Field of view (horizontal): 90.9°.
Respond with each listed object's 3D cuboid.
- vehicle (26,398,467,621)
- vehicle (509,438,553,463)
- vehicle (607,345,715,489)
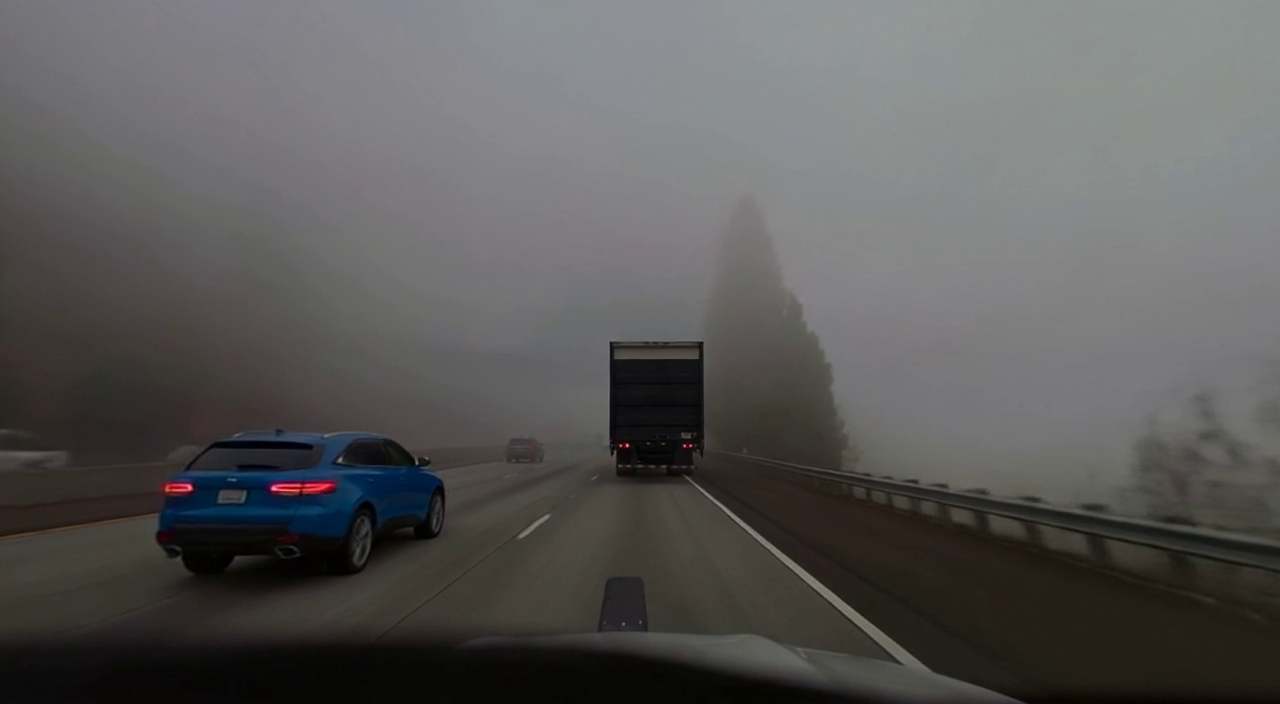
[{"bbox_3d":[-3.566,1.507,6.959,2.077,1.671,4.249,0,-8,0],"label":"vehicle"},{"bbox_3d":[-6.750,6.188,39.585,1.882,1.451,4.416,0,-8,1],"label":"vehicle"},{"bbox_3d":[0.573,2.500,22.243,2.870,3.841,10.653,0,-8,0],"label":"vehicle"}]
